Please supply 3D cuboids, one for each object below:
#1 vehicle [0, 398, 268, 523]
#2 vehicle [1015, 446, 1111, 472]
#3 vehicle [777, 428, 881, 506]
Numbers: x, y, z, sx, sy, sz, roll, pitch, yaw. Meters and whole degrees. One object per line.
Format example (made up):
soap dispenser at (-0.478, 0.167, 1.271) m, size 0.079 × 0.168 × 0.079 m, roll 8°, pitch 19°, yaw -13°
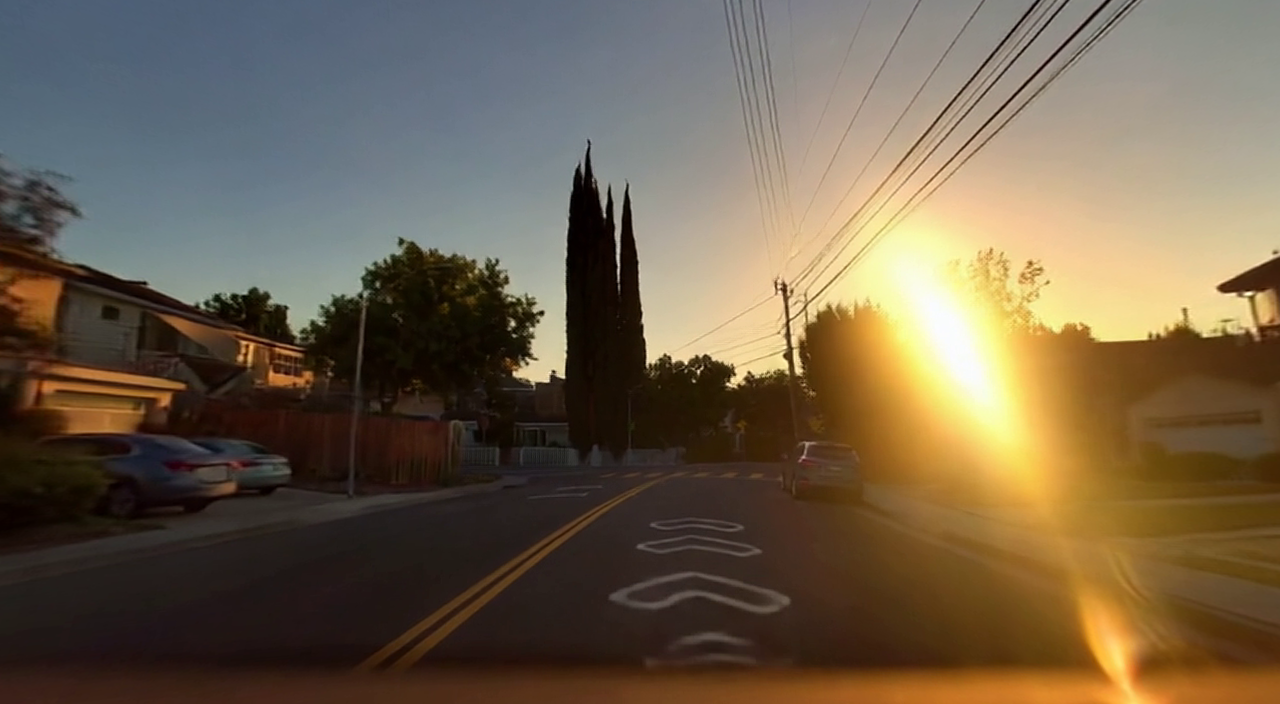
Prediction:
vehicle at (-11.370, 2.272, 13.716) m, size 5.228 × 2.041 × 2.023 m, roll 4°, pitch -8°, yaw 6°
vehicle at (25.486, 6.482, 38.209) m, size 4.322 × 1.499 × 1.927 m, roll -3°, pitch -9°, yaw 15°
vehicle at (5.075, 3.126, 17.630) m, size 2.070 × 1.847 × 4.457 m, roll -1°, pitch -8°, yaw 8°
